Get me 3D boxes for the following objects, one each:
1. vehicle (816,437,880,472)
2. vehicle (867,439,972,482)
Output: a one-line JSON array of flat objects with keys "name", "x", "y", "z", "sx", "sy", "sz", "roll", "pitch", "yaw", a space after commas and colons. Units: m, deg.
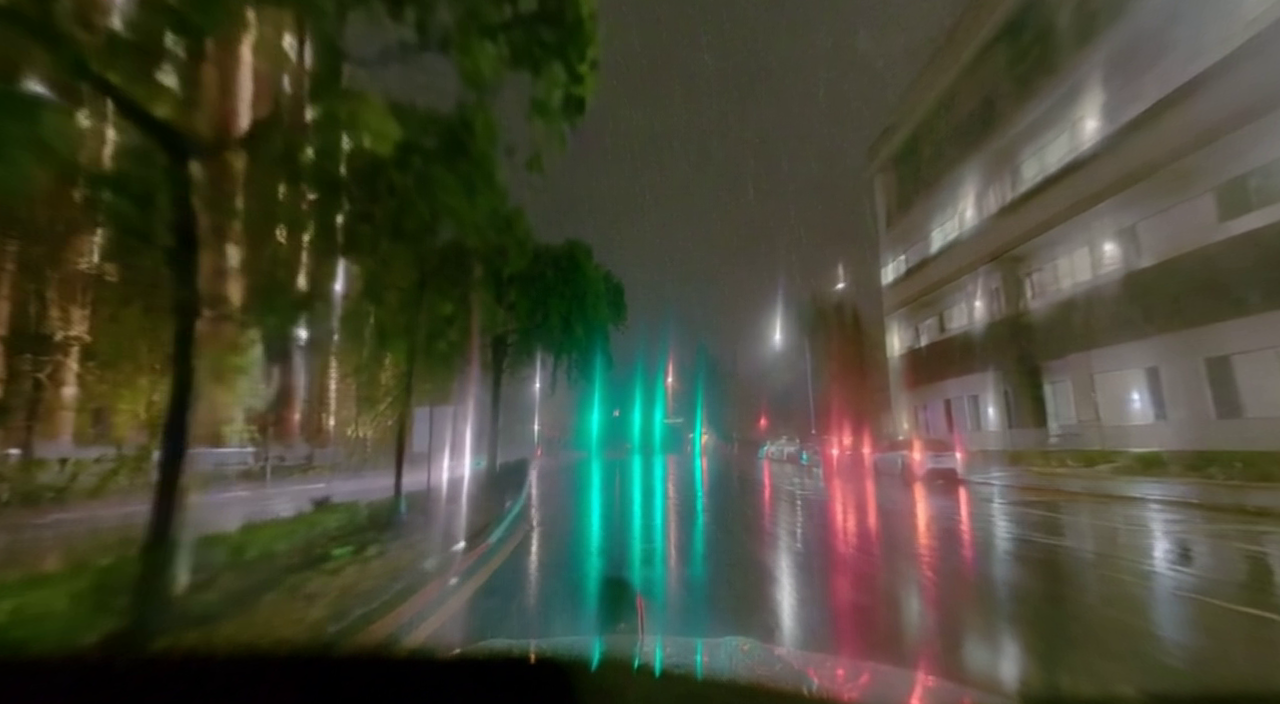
[{"name": "vehicle", "x": 10.471, "y": 5.186, "z": 32.050, "sx": 1.889, "sy": 1.631, "sz": 4.021, "roll": 0, "pitch": -9, "yaw": 0}, {"name": "vehicle", "x": 10.369, "y": 4.041, "z": 23.877, "sx": 1.956, "sy": 1.462, "sz": 4.306, "roll": 0, "pitch": -8, "yaw": -1}]
